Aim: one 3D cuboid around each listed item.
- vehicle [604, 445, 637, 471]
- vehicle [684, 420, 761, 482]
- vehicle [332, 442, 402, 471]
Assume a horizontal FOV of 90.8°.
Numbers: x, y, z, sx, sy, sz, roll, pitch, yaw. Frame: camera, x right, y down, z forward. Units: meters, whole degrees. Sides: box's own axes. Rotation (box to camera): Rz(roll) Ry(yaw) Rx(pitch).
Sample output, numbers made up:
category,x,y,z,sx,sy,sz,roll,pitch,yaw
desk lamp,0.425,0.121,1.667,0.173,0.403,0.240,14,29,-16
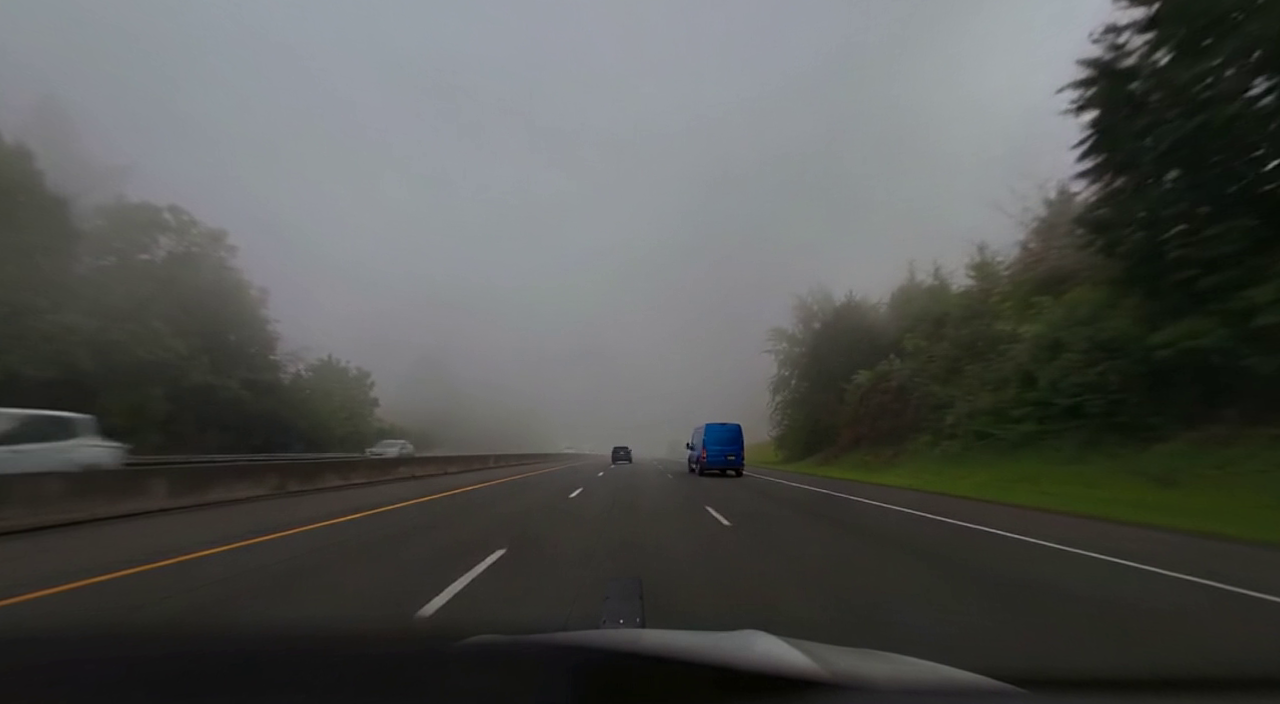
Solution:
category,x,y,z,sx,sy,sz,roll,pitch,yaw
vehicle,-1.261,7.152,42.778,2.069,1.666,4.338,0,-9,1
vehicle,3.628,4.584,29.342,2.552,2.524,6.630,0,-9,-1
vehicle,-15.060,5.795,35.103,1.877,1.480,4.576,0,-9,0
